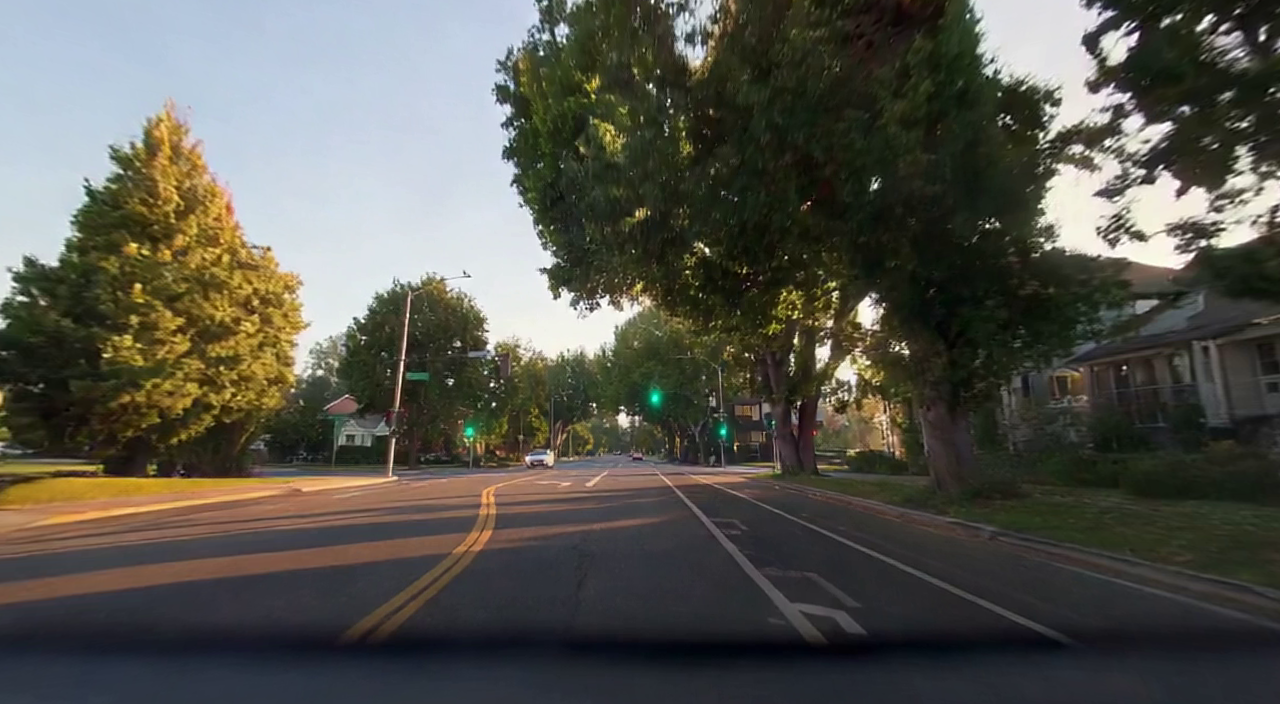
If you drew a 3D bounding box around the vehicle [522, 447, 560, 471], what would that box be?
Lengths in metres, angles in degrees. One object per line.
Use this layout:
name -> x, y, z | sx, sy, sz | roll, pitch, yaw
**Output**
vehicle -> -7.519, 8.204, 48.525 | 2.091, 1.727, 4.413 | 0, -9, 1
